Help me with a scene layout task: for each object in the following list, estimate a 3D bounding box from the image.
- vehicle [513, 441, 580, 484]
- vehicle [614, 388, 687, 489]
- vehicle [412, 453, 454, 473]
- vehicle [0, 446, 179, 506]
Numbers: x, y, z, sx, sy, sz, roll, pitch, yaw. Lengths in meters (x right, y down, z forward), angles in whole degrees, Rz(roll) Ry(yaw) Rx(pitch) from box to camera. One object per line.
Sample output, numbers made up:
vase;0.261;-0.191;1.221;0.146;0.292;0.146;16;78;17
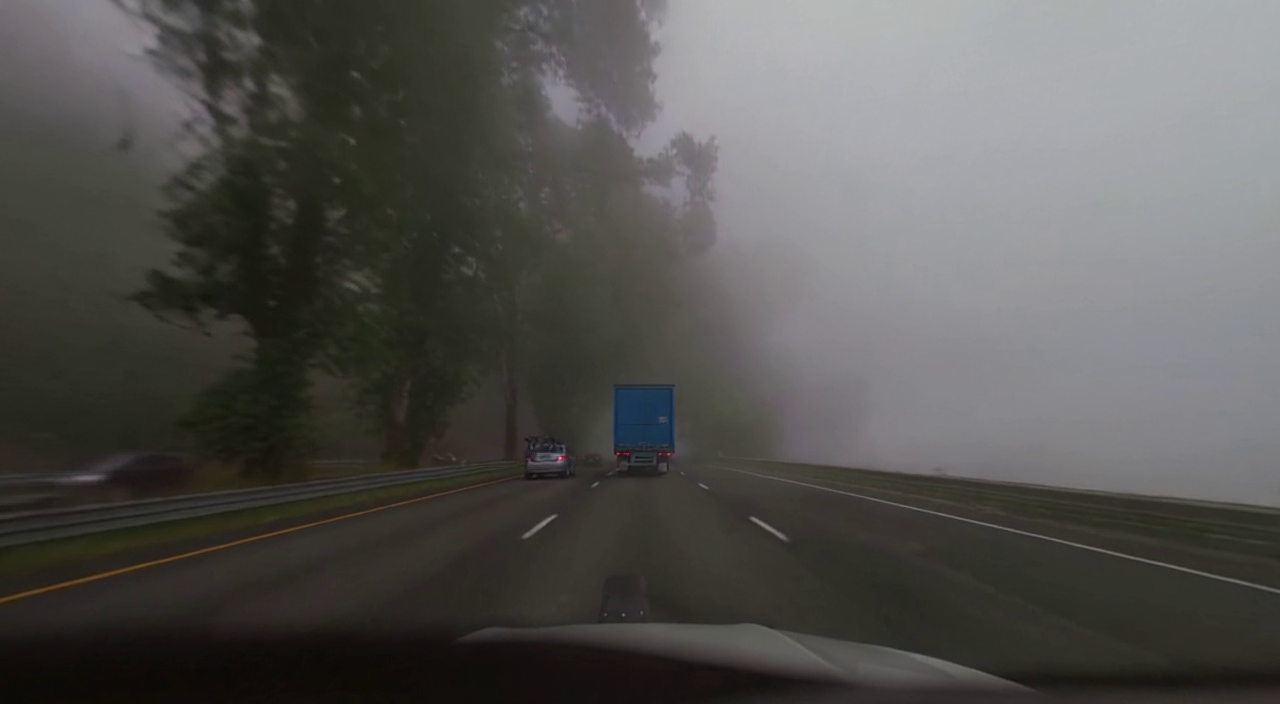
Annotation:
vehicle;-3.851;4.665;26.815;2.018;1.632;4.722;0;-9;1
vehicle;0.493;4.008;28.831;2.821;3.878;8.925;0;-9;1
vehicle;-15.949;8.541;48.700;1.779;1.438;3.897;0;-9;2
vehicle;-16.901;3.739;19.454;1.894;1.604;4.470;0;-9;0
